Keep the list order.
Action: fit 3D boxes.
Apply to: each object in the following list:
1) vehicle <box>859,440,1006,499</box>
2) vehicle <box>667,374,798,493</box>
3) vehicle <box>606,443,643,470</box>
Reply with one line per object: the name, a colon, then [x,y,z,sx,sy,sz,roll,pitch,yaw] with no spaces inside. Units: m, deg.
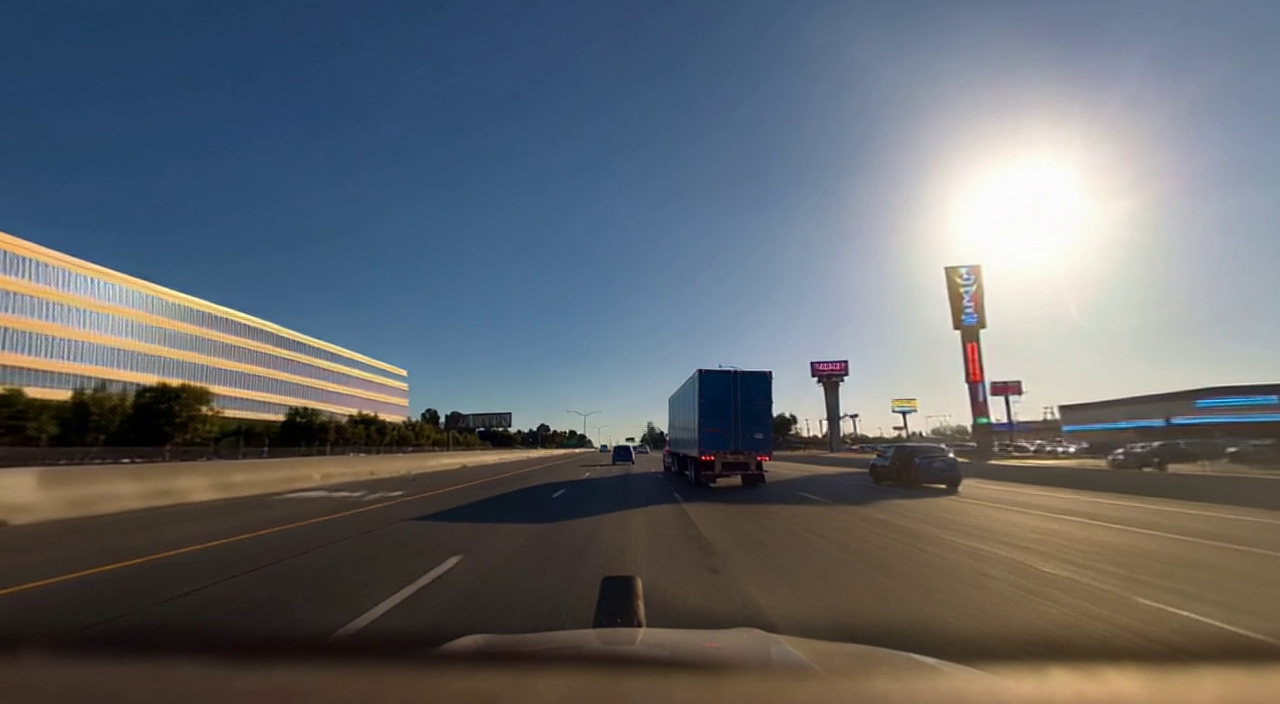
vehicle: [8.292,3.351,18.513,2.105,1.494,4.537,0,-8,0]
vehicle: [2.840,3.104,23.393,2.934,3.325,10.986,0,-8,-1]
vehicle: [-0.851,5.891,35.720,1.929,1.395,3.999,0,-8,-1]
